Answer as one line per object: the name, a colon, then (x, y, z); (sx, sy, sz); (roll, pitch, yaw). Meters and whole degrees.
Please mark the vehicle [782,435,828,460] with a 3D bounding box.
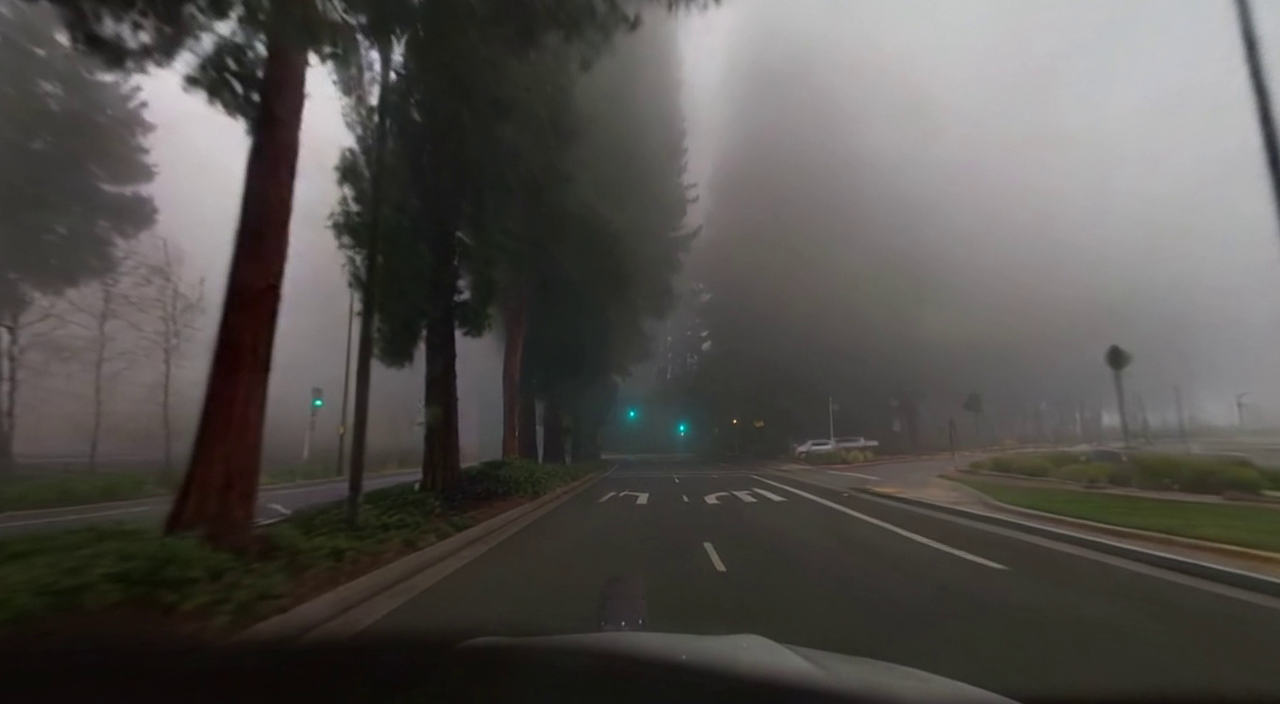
vehicle: (12.483, 7.273, 47.791); (2.185, 1.792, 4.942); (0, -8, 0)
